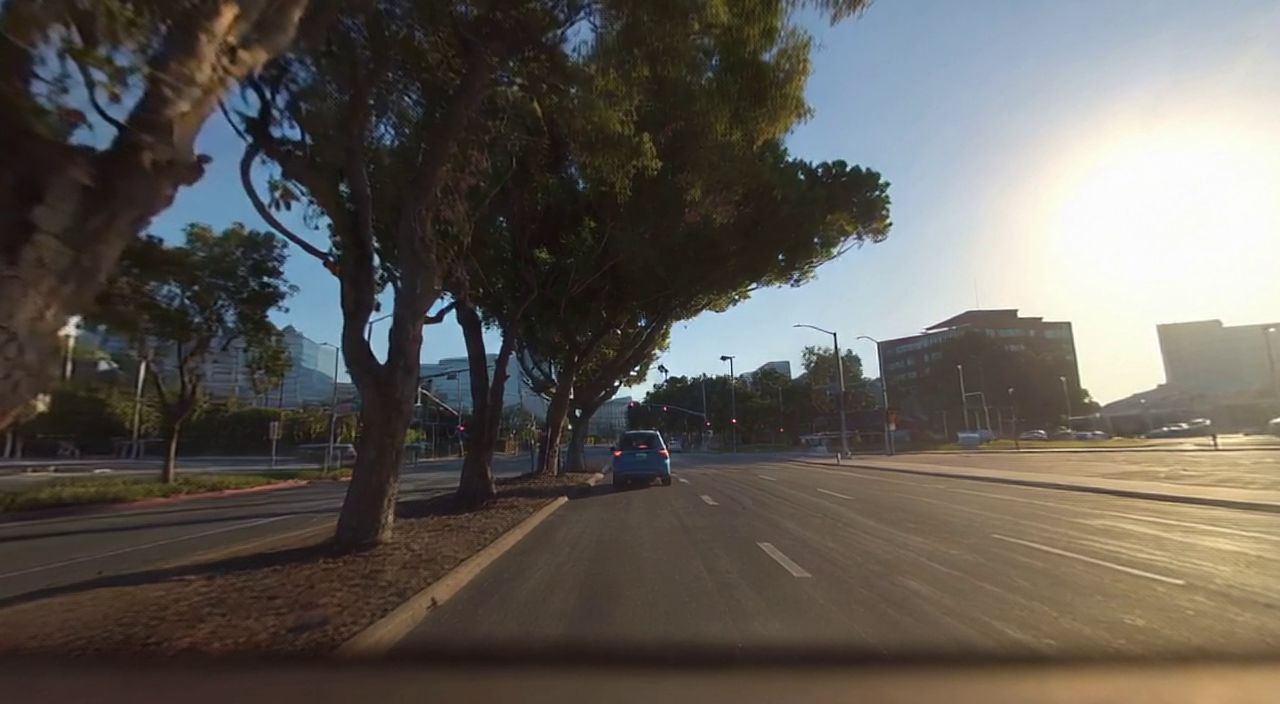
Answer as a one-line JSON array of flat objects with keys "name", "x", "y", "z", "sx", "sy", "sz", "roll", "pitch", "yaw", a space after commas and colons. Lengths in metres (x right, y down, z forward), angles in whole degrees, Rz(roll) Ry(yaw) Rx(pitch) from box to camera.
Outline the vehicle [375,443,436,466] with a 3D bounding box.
[{"name": "vehicle", "x": -17.853, "y": 7.766, "z": 48.083, "sx": 4.582, "sy": 1.627, "sz": 2.209, "roll": -7, "pitch": -11, "yaw": 37}]

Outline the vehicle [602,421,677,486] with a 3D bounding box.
[{"name": "vehicle", "x": -0.037, "y": 3.439, "z": 21.548, "sx": 2.267, "sy": 1.926, "sz": 4.708, "roll": 0, "pitch": -9, "yaw": -1}]
